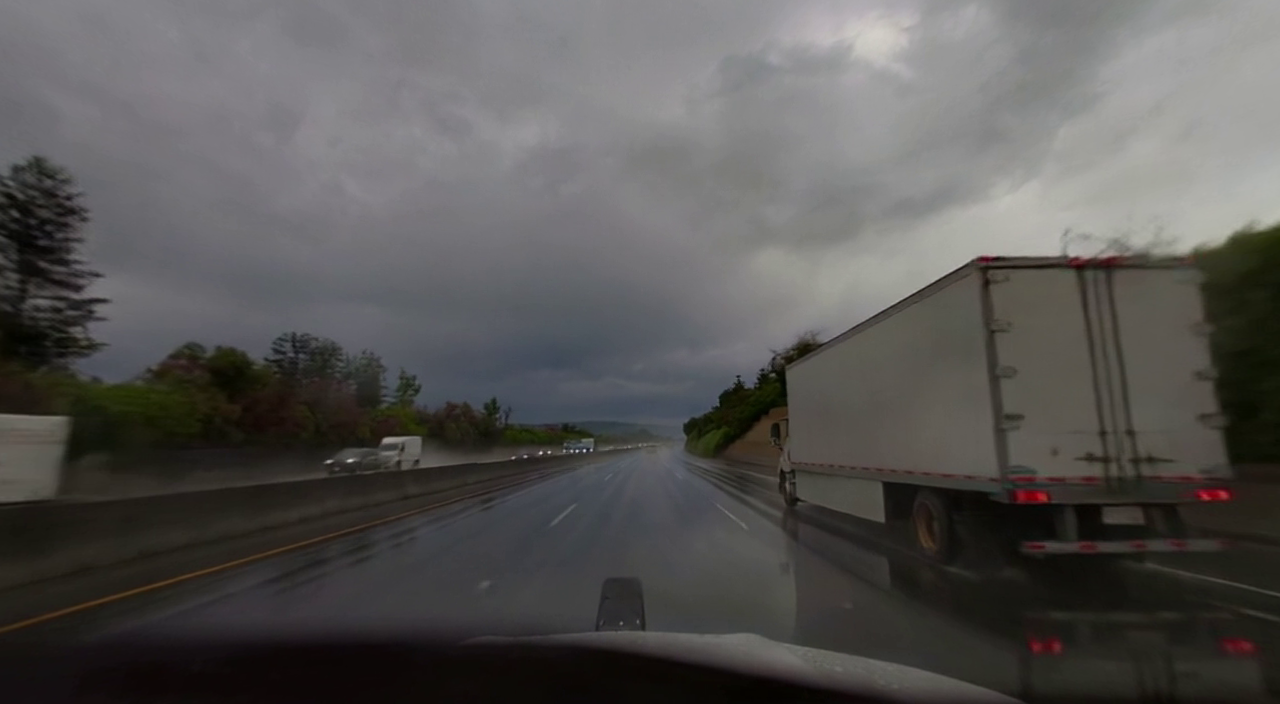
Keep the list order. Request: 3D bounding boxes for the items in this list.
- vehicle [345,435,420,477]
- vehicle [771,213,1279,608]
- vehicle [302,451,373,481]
[{"bbox_3d":[-19.295,7.849,47.771,2.658,2.883,6.850,0,-9,1],"label":"vehicle"},{"bbox_3d":[4.321,1.046,9.352,2.771,3.313,8.121,0,-9,-1],"label":"vehicle"},{"bbox_3d":[-19.338,7.302,40.638,1.909,1.768,5.200,0,-9,1],"label":"vehicle"}]
